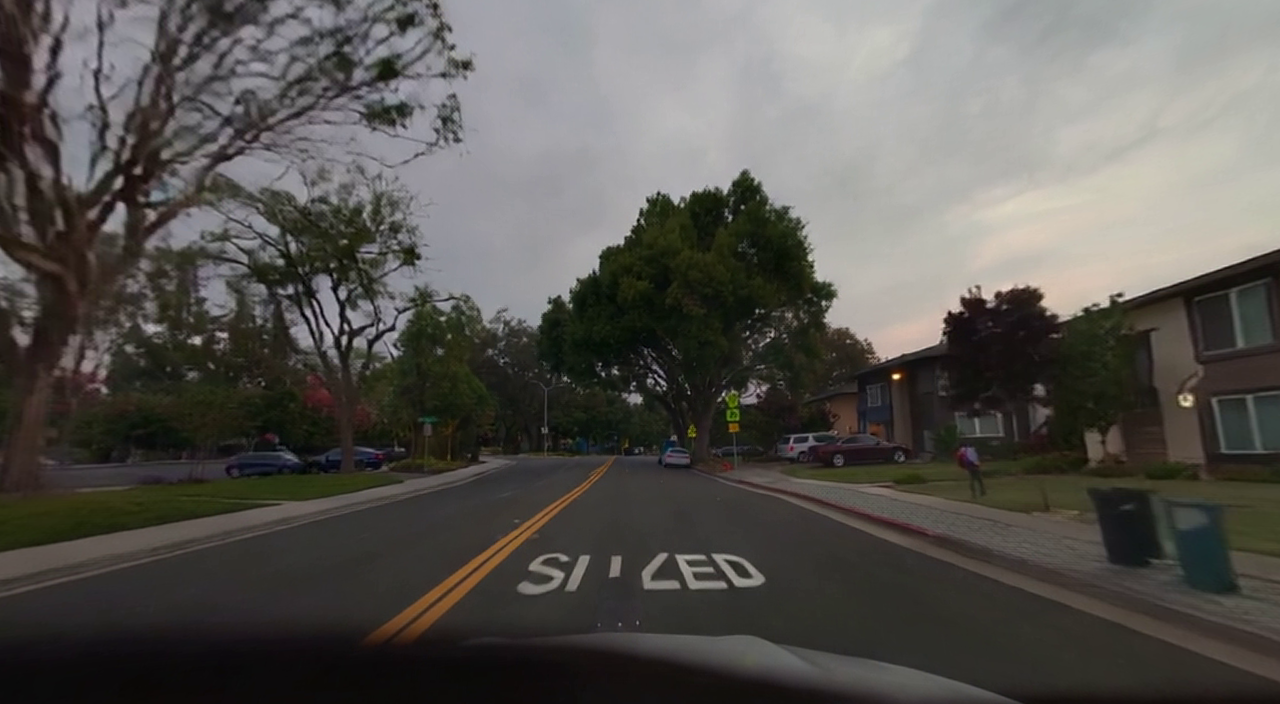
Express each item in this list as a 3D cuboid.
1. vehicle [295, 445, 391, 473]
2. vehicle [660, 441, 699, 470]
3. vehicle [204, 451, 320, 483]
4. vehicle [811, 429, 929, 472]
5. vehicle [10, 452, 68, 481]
[{"bbox_3d":[-19.977,7.213,42.661,2.059,1.746,5.388,-8,-12,42],"label":"vehicle"},{"bbox_3d":[2.671,7.204,44.134,2.221,1.892,5.555,1,-9,-2],"label":"vehicle"},{"bbox_3d":[-19.290,5.859,32.376,4.691,1.483,1.955,9,-12,-44],"label":"vehicle"},{"bbox_3d":[10.909,4.710,30.223,4.750,1.658,1.902,-4,-10,0],"label":"vehicle"},{"bbox_3d":[-36.552,6.917,38.370,4.177,1.621,1.965,-7,-12,40],"label":"vehicle"}]
